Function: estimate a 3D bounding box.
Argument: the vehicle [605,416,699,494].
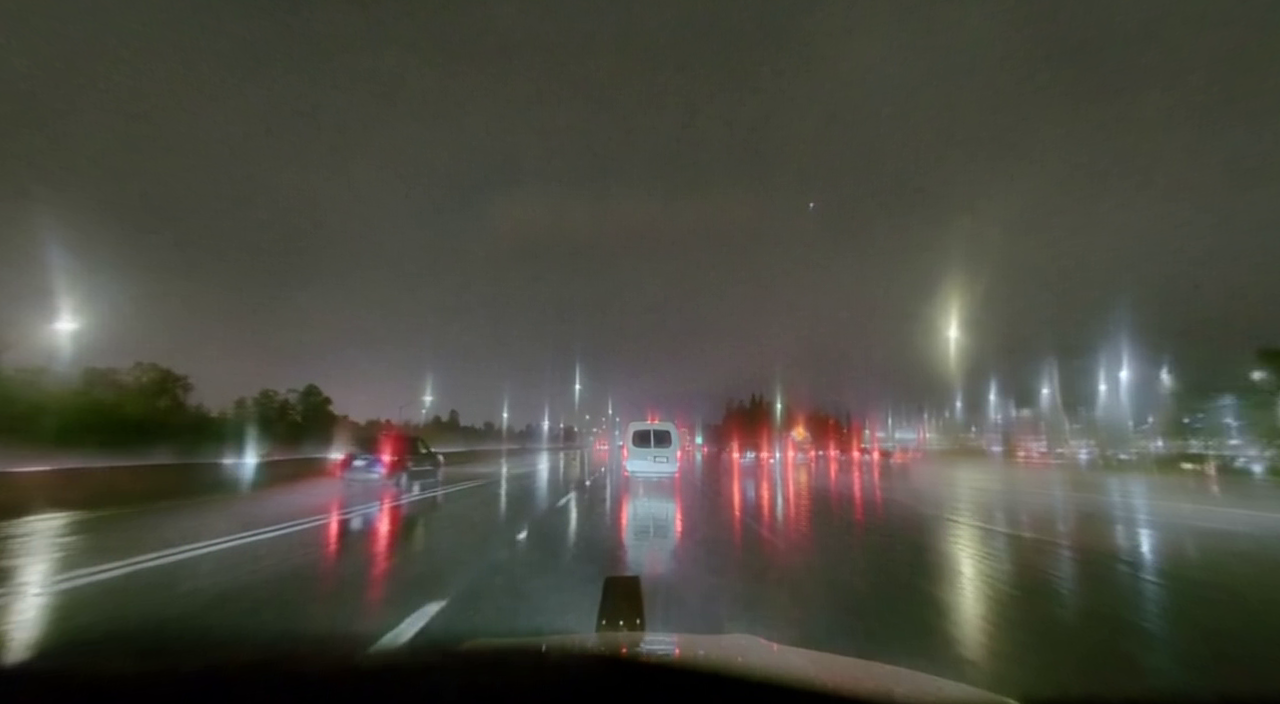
[{"bbox_3d":[0.293,3.112,19.289,2.509,2.062,4.639,0,-8,-1],"label":"vehicle"}]

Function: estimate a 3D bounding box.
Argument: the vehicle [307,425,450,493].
[{"bbox_3d":[-7.695,3.201,19.212,2.192,1.776,4.957,0,-8,0],"label":"vehicle"}]

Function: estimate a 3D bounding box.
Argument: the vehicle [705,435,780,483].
[{"bbox_3d":[3.909,4.166,24.839,2.146,1.678,4.489,0,-8,-1],"label":"vehicle"}]
